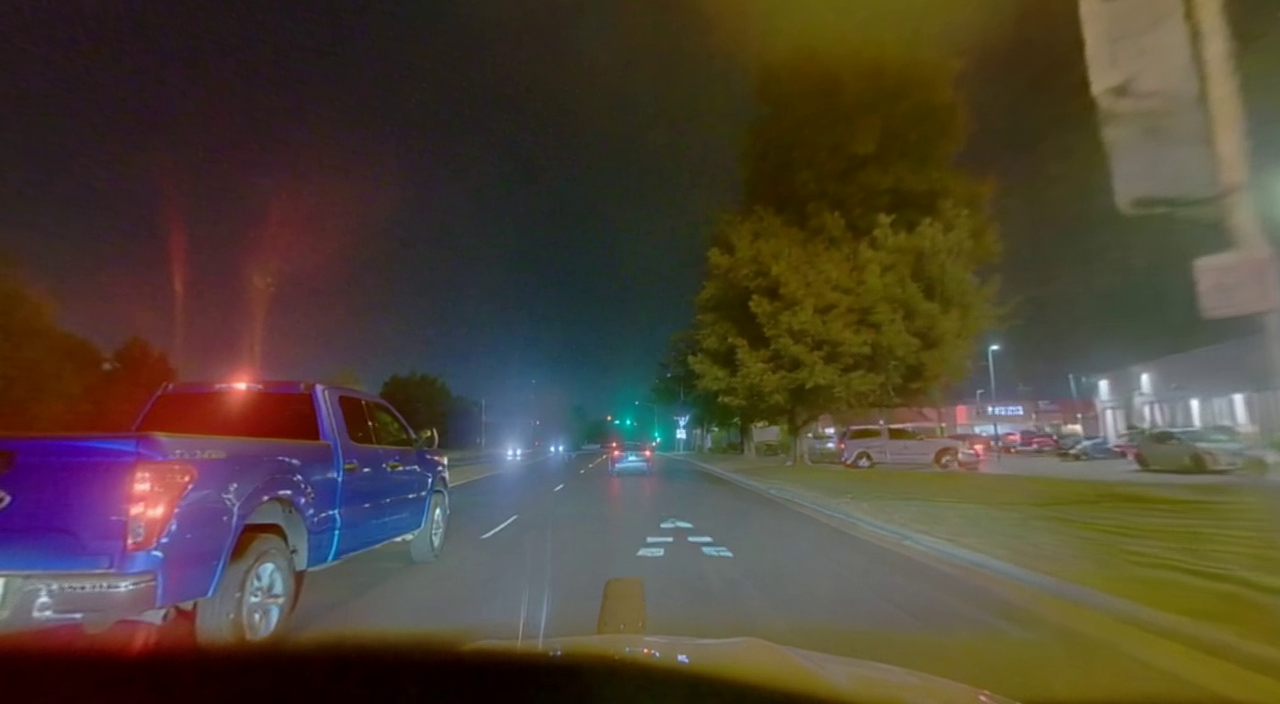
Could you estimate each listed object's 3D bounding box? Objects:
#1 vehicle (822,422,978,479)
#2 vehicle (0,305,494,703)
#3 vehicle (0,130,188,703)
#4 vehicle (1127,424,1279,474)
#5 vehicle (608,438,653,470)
[{"bbox_3d":[8.931,3.354,21.542,5.109,1.735,1.997,4,-9,-26],"label":"vehicle"},{"bbox_3d":[-3.694,1.273,6.598,2.552,2.079,6.810,0,-8,1],"label":"vehicle"},{"bbox_3d":[-3.696,0.217,0.505,2.733,2.495,5.037,0,-8,2],"label":"vehicle"},{"bbox_3d":[19.962,3.316,21.478,4.836,1.567,2.051,-5,-10,30],"label":"vehicle"},{"bbox_3d":[-0.502,5.353,33.160,2.191,1.530,4.470,0,-8,-1],"label":"vehicle"}]
